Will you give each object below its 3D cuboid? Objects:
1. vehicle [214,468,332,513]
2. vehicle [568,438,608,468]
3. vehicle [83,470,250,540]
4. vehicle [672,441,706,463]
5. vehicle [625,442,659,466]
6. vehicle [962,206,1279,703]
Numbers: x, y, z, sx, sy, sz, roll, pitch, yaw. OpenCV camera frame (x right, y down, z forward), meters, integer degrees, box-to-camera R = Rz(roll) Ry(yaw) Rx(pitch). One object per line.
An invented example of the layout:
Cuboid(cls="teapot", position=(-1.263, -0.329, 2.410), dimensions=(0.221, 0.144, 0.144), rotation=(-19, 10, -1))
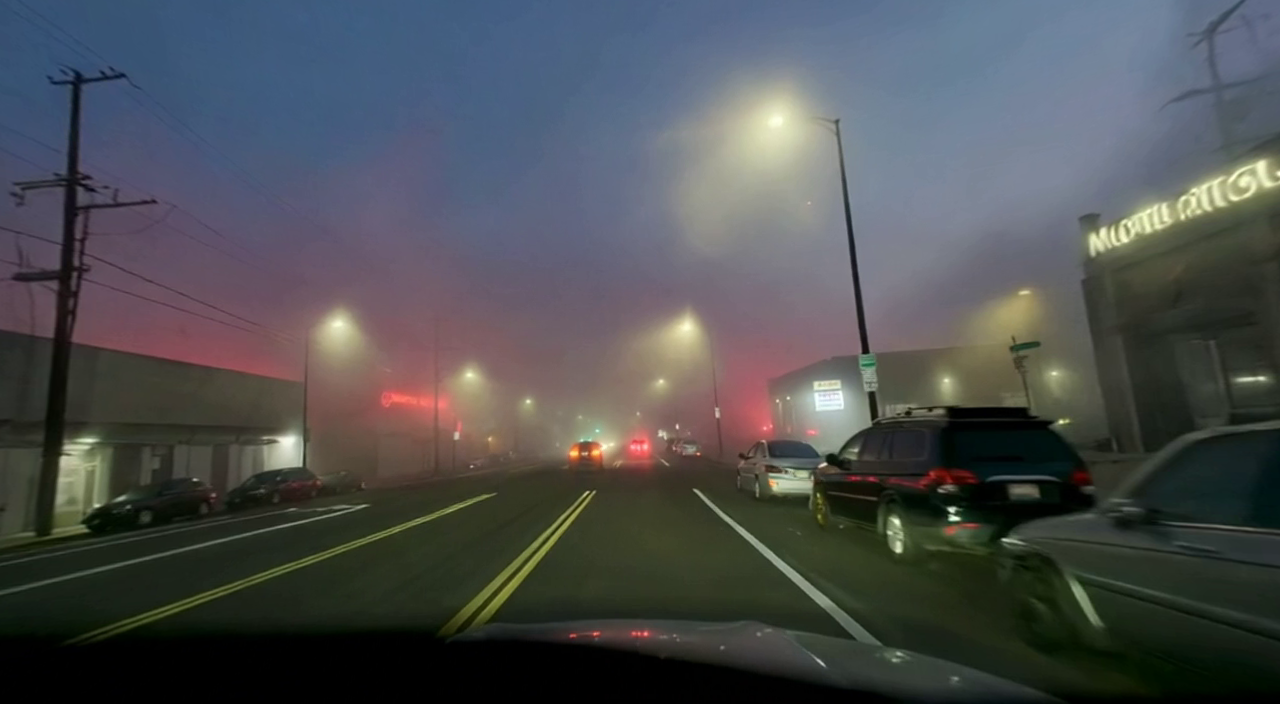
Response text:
Cuboid(cls="vehicle", position=(-15.856, 5.974, 27.712), dimensions=(2.081, 1.549, 5.190), rotation=(0, -8, 0))
Cuboid(cls="vehicle", position=(-3.420, 6.779, 42.537), dimensions=(2.348, 1.831, 4.737), rotation=(0, -8, -1))
Cuboid(cls="vehicle", position=(-15.553, 4.987, 21.187), dimensions=(1.957, 1.534, 5.028), rotation=(-5, -7, -3))
Cuboid(cls="vehicle", position=(3.548, 7.337, 46.549), dimensions=(2.042, 1.487, 5.033), rotation=(0, -8, -1))
Cuboid(cls="vehicle", position=(0.058, 6.598, 41.018), dimensions=(2.099, 1.470, 4.270), rotation=(0, -8, -1))
Cuboid(cls="vehicle", position=(3.445, 0.336, 1.076), dimensions=(2.620, 1.939, 5.968), rotation=(0, -8, 0))
